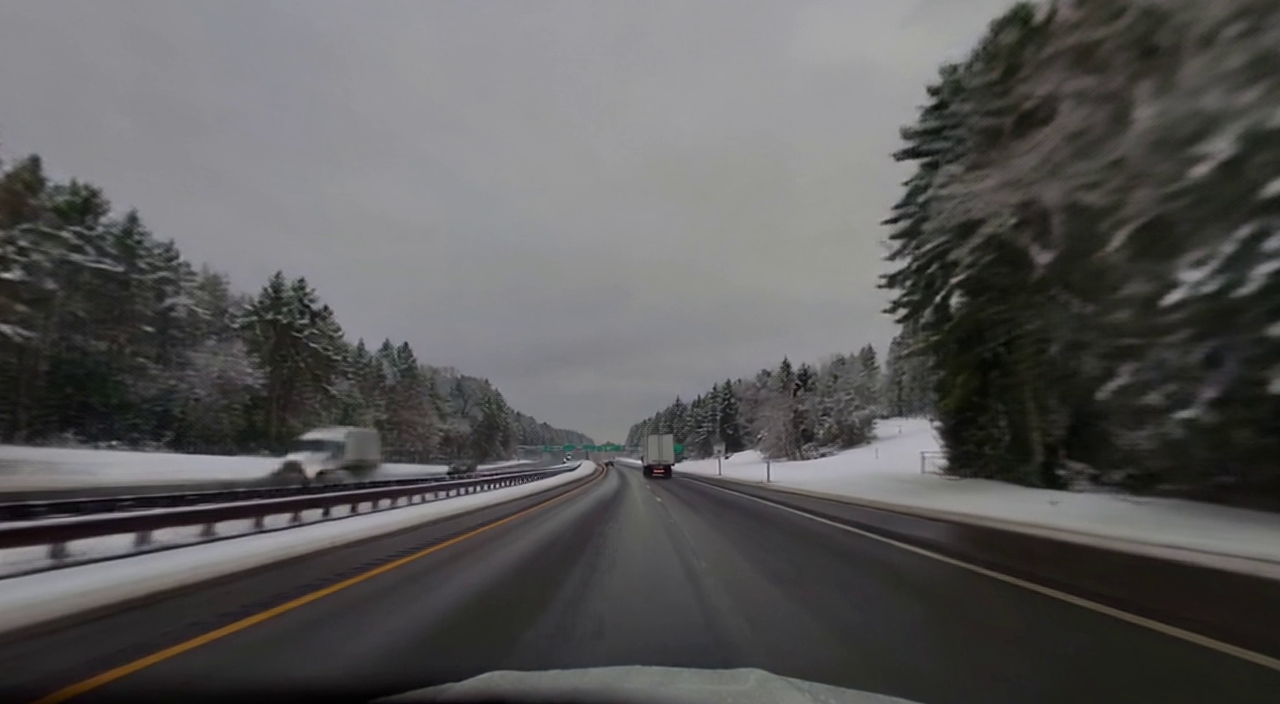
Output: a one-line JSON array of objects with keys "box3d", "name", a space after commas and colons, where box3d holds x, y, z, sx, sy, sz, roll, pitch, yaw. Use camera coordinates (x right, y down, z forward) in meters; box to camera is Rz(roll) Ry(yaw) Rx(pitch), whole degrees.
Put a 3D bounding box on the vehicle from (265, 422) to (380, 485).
[{"box3d": [-14.927, 4.910, 30.184, 2.238, 2.652, 6.100, 1, -10, 0], "name": "vehicle"}]
